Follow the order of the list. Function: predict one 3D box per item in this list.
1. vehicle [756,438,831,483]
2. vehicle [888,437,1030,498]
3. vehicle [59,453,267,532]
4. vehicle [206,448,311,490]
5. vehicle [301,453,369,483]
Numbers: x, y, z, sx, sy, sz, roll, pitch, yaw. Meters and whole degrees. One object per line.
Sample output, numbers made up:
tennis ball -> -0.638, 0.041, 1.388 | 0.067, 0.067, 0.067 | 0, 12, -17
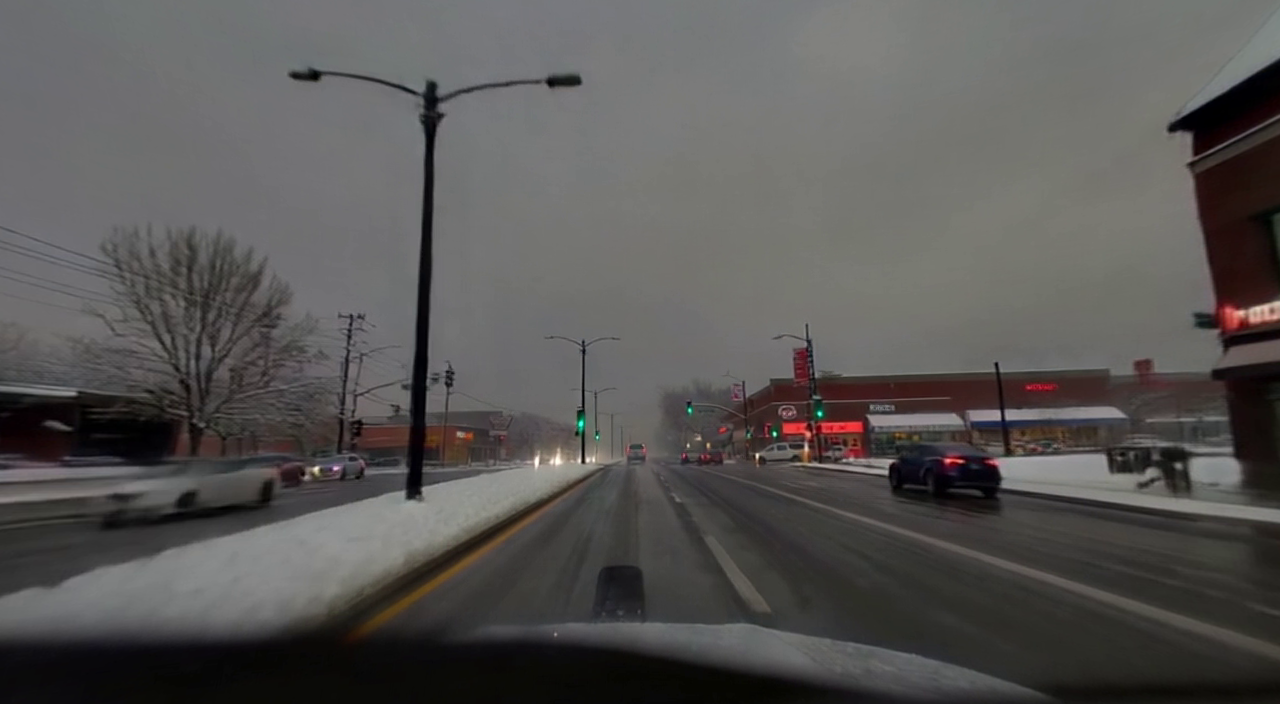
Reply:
vehicle -> 6.258, 4.462, 26.309 | 1.974, 1.679, 4.611 | 0, -8, 1
vehicle -> 9.842, 3.574, 19.990 | 2.019, 1.694, 4.491 | 0, -8, -2
vehicle -> -10.949, 3.228, 14.948 | 1.792, 1.584, 3.937 | 0, -10, 0
vehicle -> -17.991, 5.569, 30.111 | 1.944, 1.794, 4.849 | 0, -10, 0
vehicle -> -18.185, 6.913, 37.935 | 1.882, 1.645, 4.511 | 0, -8, -1
